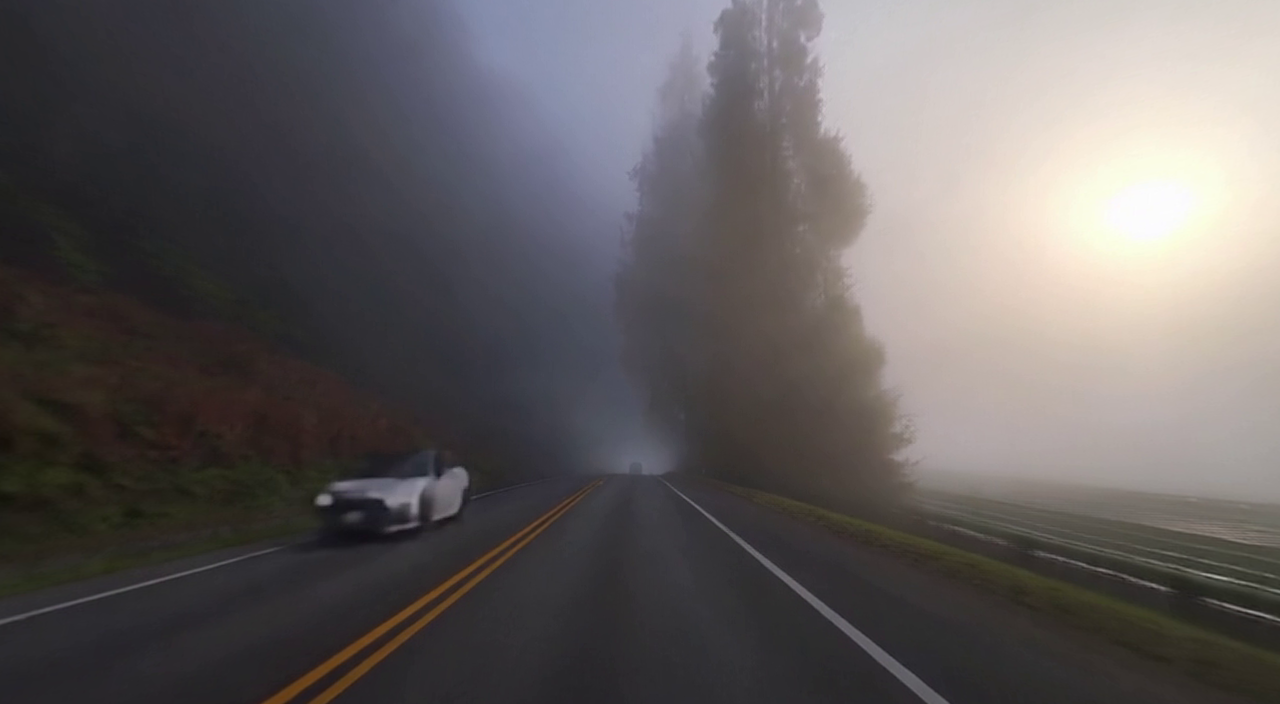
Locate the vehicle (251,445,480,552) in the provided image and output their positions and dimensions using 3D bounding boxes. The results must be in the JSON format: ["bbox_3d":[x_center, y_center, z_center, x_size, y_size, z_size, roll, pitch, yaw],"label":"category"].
[{"bbox_3d":[-4.521,2.439,11.346,2.080,1.512,4.450,0,-8,0],"label":"vehicle"}]
